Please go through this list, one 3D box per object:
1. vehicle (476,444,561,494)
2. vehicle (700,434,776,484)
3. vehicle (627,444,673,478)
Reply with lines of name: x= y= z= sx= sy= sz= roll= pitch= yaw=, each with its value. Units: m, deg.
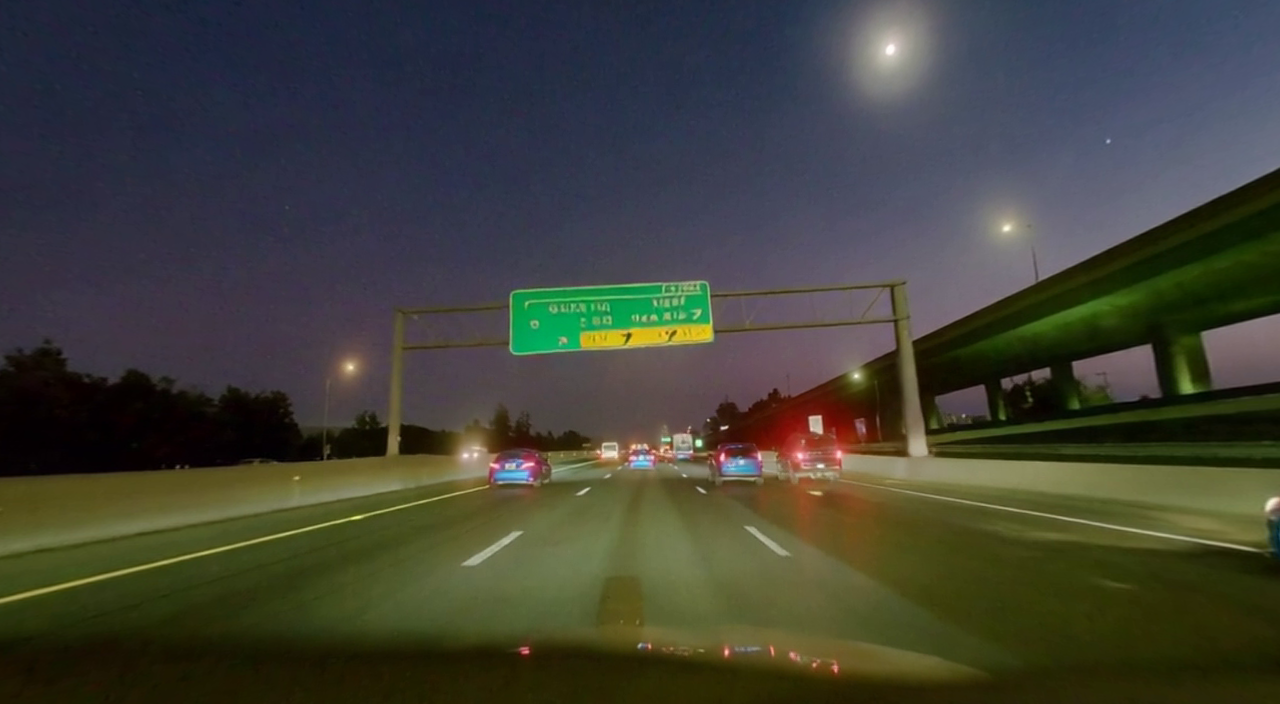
vehicle: x=-3.996 y=3.916 z=21.483 sx=2.031 sy=1.491 sz=4.145 roll=0 pitch=-9 yaw=1
vehicle: x=3.649 y=4.086 z=24.257 sx=2.202 sy=1.748 sz=4.158 roll=0 pitch=-9 yaw=-1
vehicle: x=0.460 y=5.193 z=30.314 sx=2.089 sy=1.493 sz=3.964 roll=0 pitch=-9 yaw=0
